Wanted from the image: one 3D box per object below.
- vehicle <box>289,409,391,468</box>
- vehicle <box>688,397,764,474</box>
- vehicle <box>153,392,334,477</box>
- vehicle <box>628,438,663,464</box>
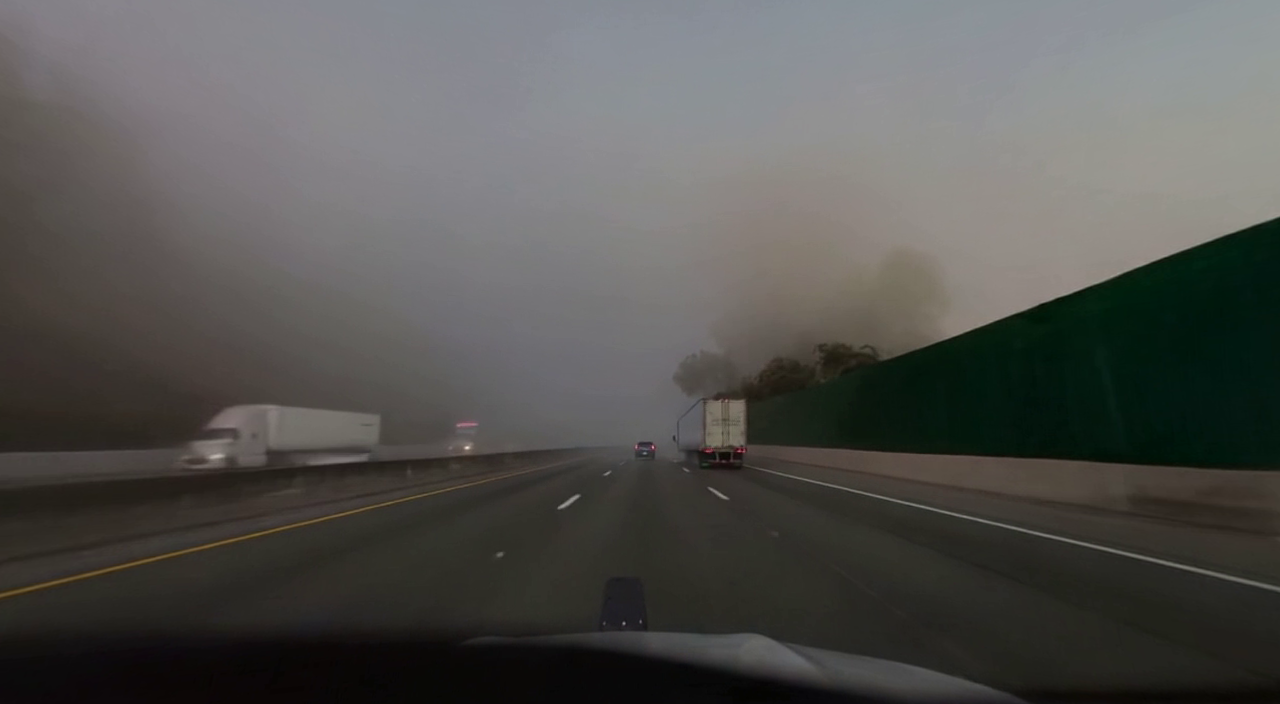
[{"bbox_3d":[-20.575,6.029,43.861,2.810,3.700,8.248,0,-8,1],"label":"vehicle"},{"bbox_3d":[4.074,4.251,31.749,2.742,3.383,8.285,0,-8,1],"label":"vehicle"},{"bbox_3d":[-20.762,4.520,34.135,2.934,3.887,10.188,0,-8,1],"label":"vehicle"},{"bbox_3d":[0.385,7.019,44.889,2.389,1.760,4.473,0,-8,1],"label":"vehicle"}]
